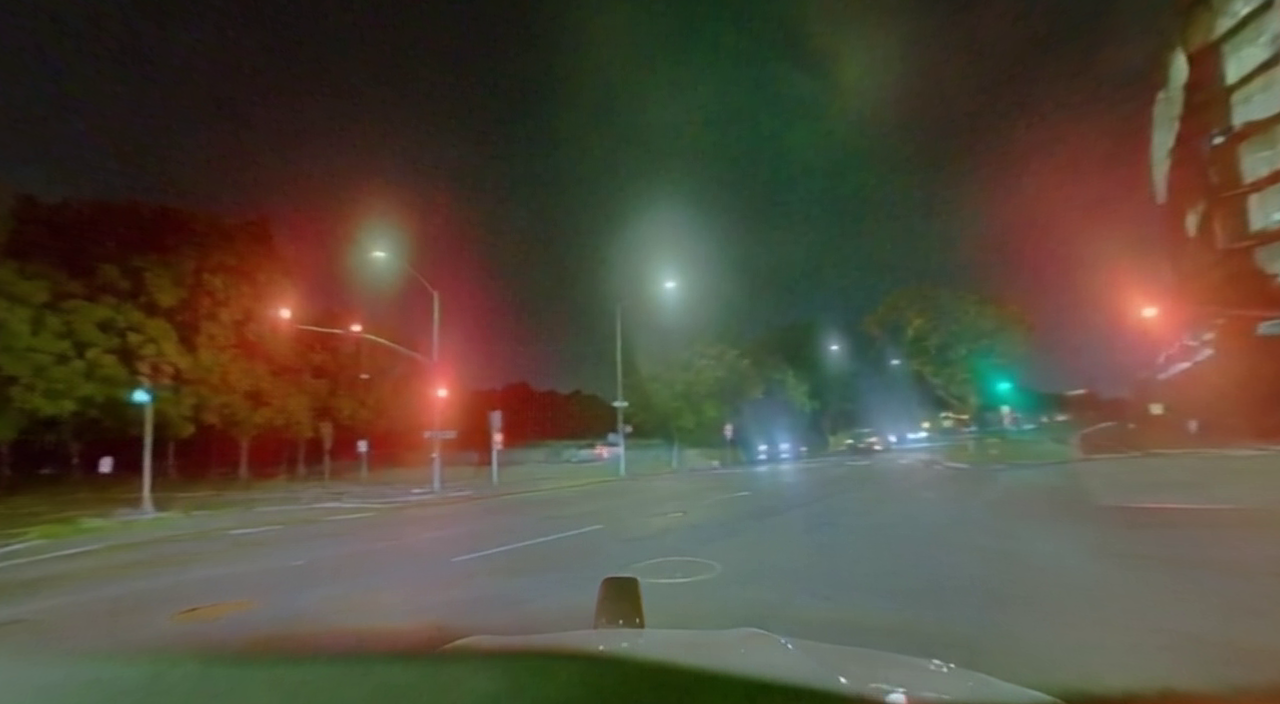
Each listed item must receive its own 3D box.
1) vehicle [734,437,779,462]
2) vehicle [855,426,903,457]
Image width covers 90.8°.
[{"bbox_3d":[7.458,6.207,40.366,1.786,1.499,3.797,-5,-9,26],"label":"vehicle"},{"bbox_3d":[13.829,5.184,36.457,2.034,1.663,4.025,-5,-9,27],"label":"vehicle"}]
